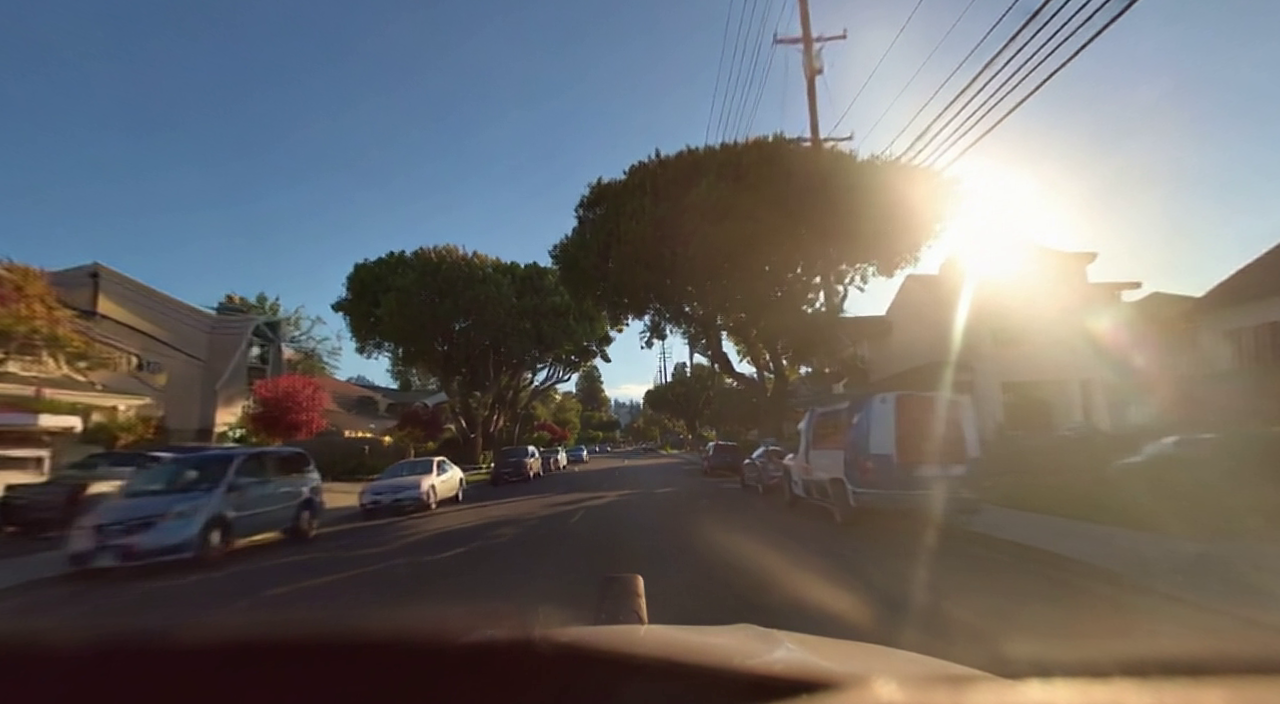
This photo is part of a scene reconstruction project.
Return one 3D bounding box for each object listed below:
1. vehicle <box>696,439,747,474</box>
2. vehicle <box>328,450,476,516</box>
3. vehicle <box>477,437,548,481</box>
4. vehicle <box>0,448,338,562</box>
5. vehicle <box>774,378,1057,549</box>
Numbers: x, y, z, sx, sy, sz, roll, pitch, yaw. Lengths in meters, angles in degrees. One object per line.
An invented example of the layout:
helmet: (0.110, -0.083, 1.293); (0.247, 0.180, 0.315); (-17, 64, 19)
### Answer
vehicle: (3.849, 4.996, 30.390); (1.848, 1.550, 4.054); (0, -9, -1)
vehicle: (-6.090, 3.378, 16.839); (2.048, 1.438, 4.728); (-2, -9, 1)
vehicle: (-6.066, 5.138, 30.657); (2.322, 1.913, 5.582); (0, -9, 0)
vehicle: (-7.678, 2.295, 9.819); (4.935, 1.454, 1.900); (-1, -8, -5)
vehicle: (4.081, 1.821, 10.779); (2.396, 2.164, 5.381); (0, -9, 0)
